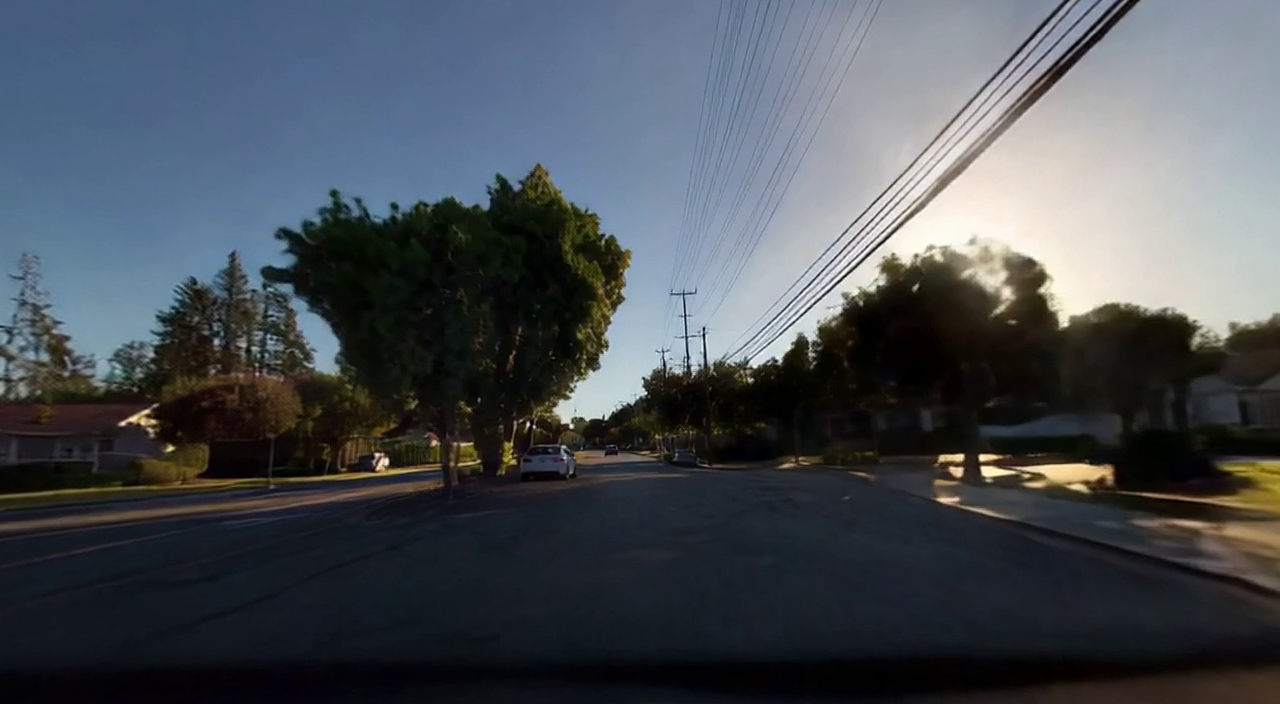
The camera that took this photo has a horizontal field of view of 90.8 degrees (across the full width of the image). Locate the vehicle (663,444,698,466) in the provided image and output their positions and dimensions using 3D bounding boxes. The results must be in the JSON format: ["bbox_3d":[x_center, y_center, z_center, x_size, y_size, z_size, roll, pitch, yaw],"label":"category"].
[{"bbox_3d":[2.852,7.362,45.262,2.074,1.450,4.621,0,-8,-2],"label":"vehicle"}]

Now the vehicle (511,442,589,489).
[{"bbox_3d":[-3.013,3.907,22.160,2.041,1.471,4.602,0,-8,0],"label":"vehicle"}]
